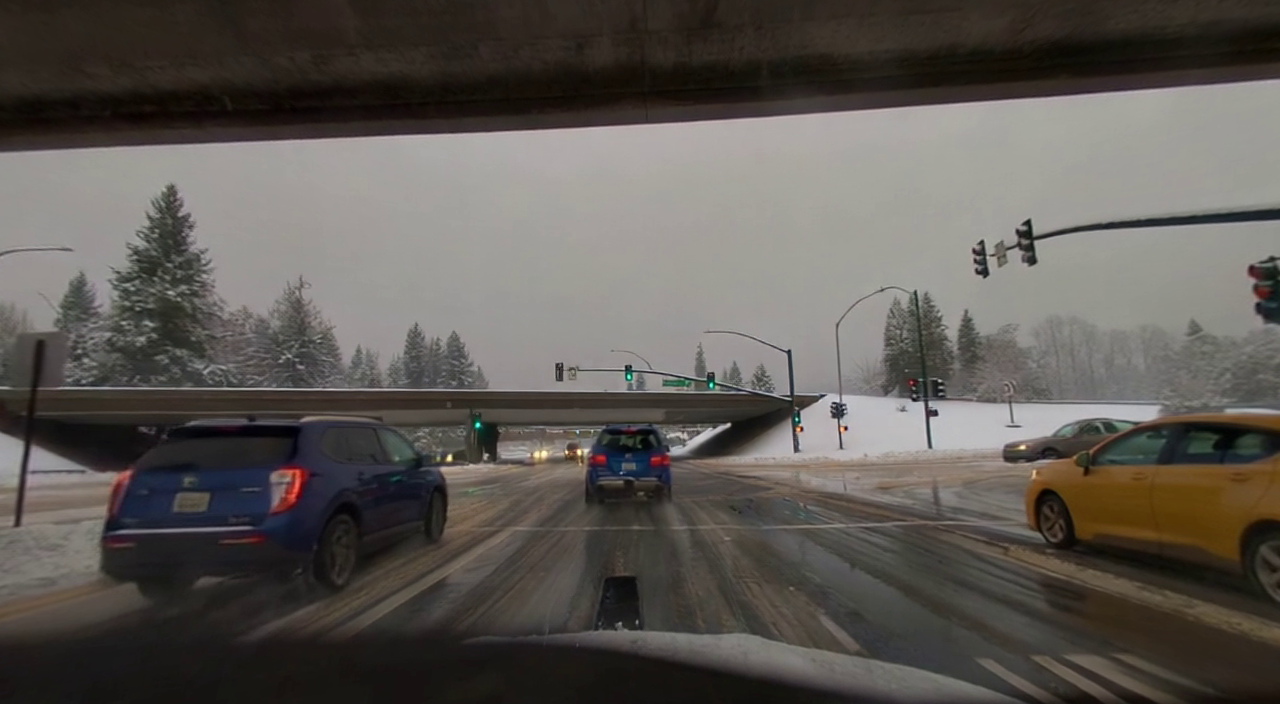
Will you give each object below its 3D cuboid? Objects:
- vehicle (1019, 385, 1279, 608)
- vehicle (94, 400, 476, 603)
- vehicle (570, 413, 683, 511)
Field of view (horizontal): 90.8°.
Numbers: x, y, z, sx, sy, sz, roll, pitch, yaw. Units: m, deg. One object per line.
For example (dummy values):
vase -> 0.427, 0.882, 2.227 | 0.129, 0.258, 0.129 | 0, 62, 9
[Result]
vehicle -> 6.218, 1.351, 6.370 | 2.074, 1.785, 4.320 | 0, -8, 0
vehicle -> -3.749, 1.661, 7.978 | 2.060, 1.768, 4.681 | 0, -8, 0
vehicle -> -0.349, 2.623, 15.498 | 2.342, 2.026, 4.642 | 0, -8, -2
